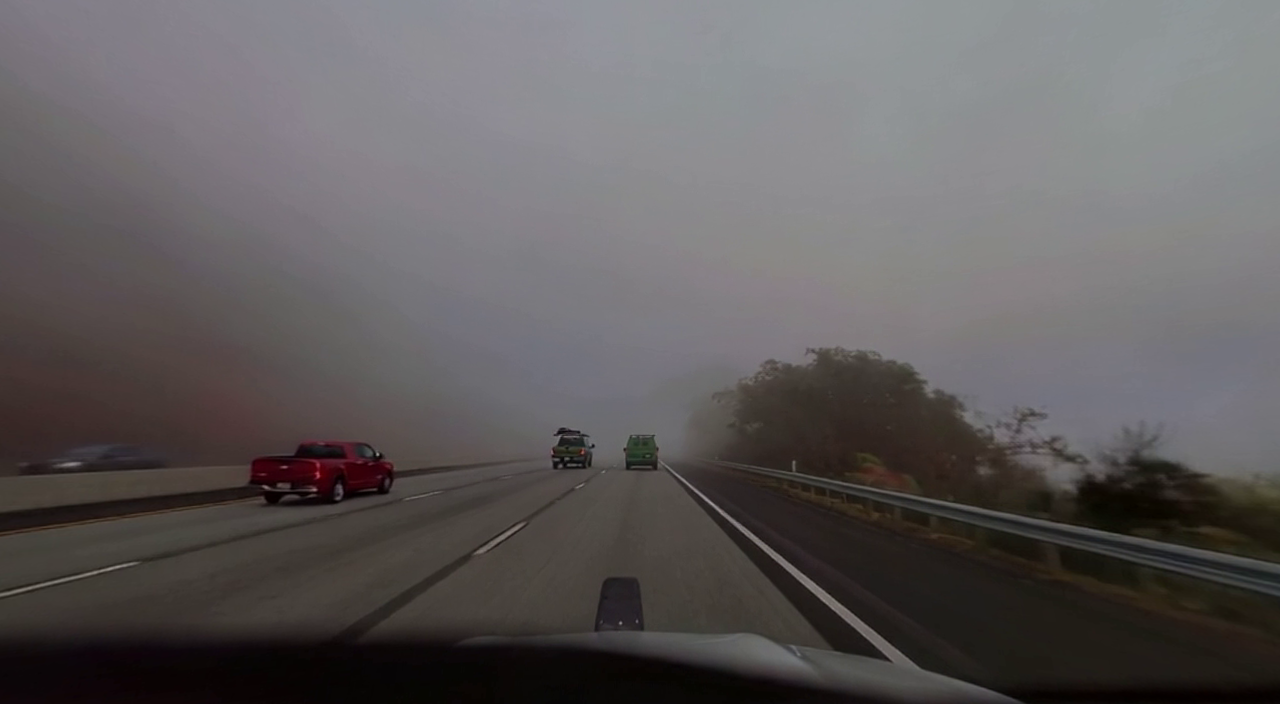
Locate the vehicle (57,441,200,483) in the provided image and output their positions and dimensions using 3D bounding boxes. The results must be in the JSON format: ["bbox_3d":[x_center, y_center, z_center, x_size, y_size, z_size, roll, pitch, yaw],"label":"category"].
[{"bbox_3d":[-21.773,4.692,27.144,2.029,1.630,4.827,0,-9,1],"label":"vehicle"}]

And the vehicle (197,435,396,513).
[{"bbox_3d":[-7.788,2.786,14.907,2.149,1.526,4.361,0,-9,1],"label":"vehicle"}]

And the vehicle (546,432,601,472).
[{"bbox_3d":[-3.472,5.380,33.966,2.250,1.947,4.860,0,-9,2],"label":"vehicle"}]

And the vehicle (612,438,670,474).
[{"bbox_3d":[0.098,5.265,32.205,2.715,1.669,5.163,0,-9,1],"label":"vehicle"}]
